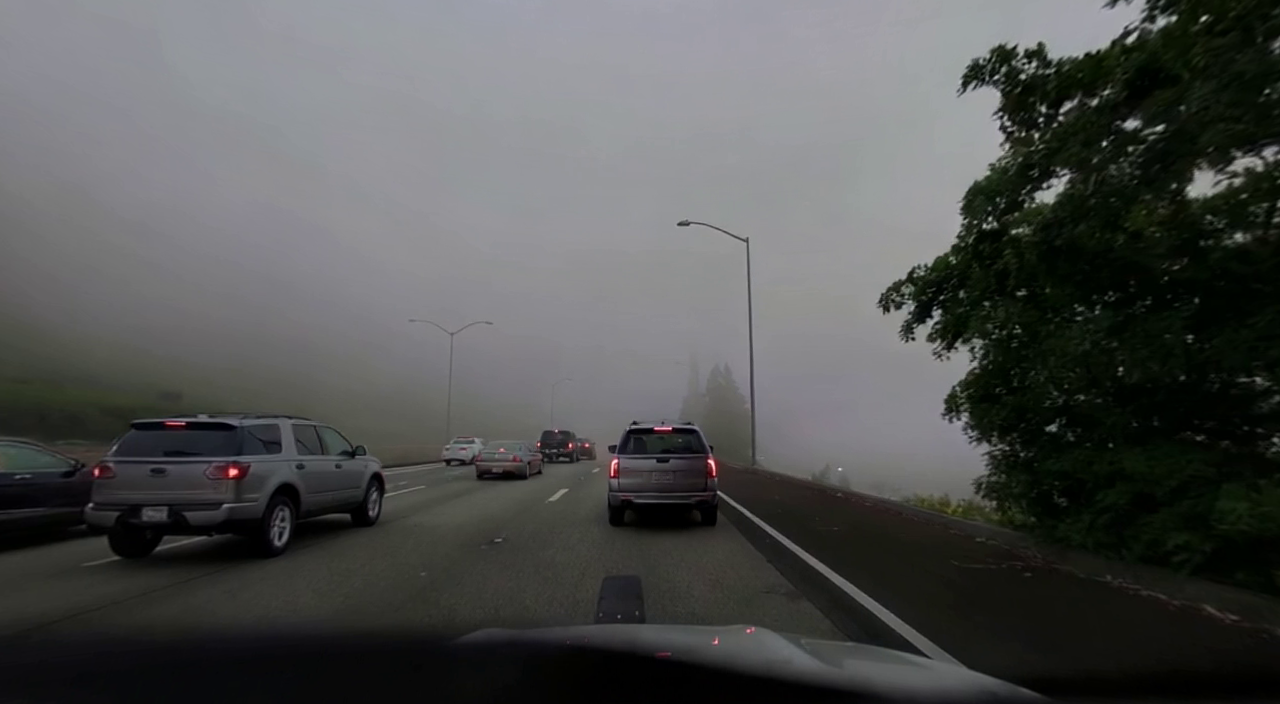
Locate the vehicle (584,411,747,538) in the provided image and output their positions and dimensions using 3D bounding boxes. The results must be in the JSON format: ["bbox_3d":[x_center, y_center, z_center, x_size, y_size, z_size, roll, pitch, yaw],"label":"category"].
[{"bbox_3d":[0.426,2.021,10.970,2.235,1.716,4.435,-1,-8,2],"label":"vehicle"}]

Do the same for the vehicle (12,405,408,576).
[{"bbox_3d":[-5.135,1.708,8.553,2.076,1.688,4.334,-1,-9,4],"label":"vehicle"}]

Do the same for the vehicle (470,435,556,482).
[{"bbox_3d":[-4.272,3.656,21.928,1.868,1.470,4.105,-1,-9,4],"label":"vehicle"}]

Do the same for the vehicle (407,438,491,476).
[{"bbox_3d":[-7.866,4.363,26.539,1.925,1.454,4.270,-1,-9,4],"label":"vehicle"}]
